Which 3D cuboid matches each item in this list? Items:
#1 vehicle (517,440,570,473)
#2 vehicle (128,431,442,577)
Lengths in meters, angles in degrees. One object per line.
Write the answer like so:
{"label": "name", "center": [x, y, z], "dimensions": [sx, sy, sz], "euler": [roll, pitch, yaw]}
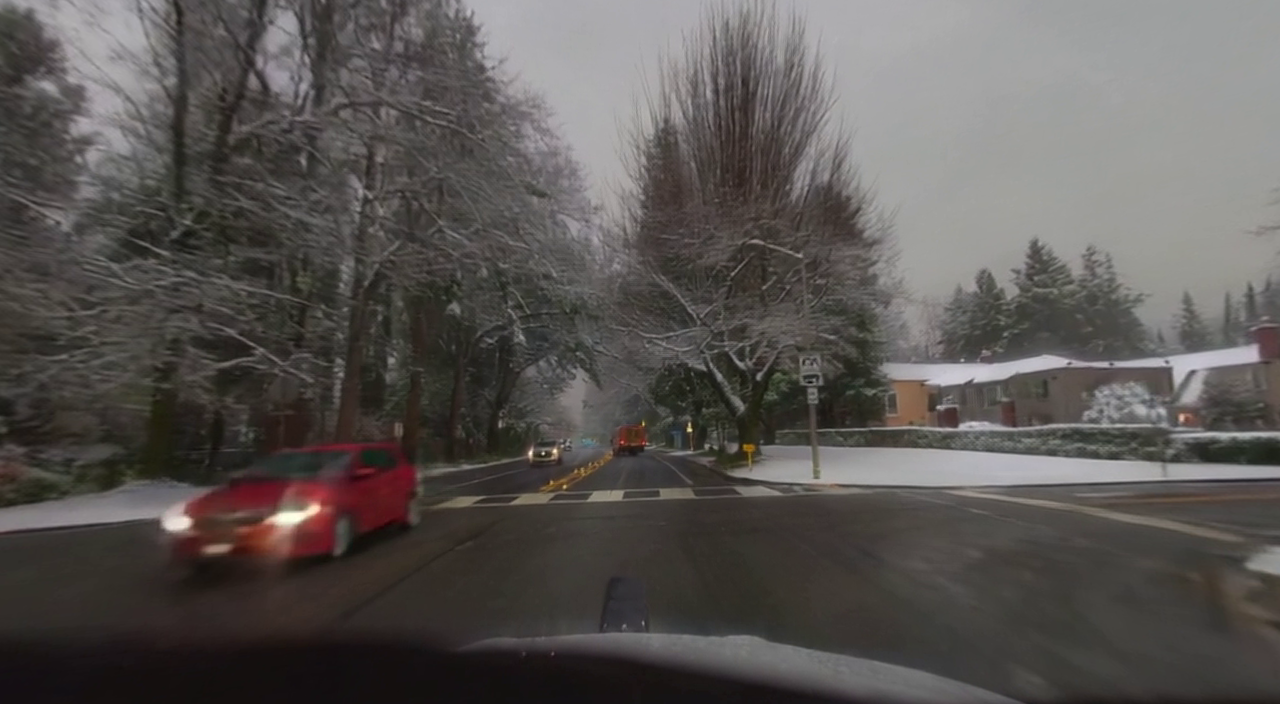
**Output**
{"label": "vehicle", "center": [-4.786, 5.233, 31.887], "dimensions": [1.938, 1.519, 4.227], "euler": [0, -8, 1]}
{"label": "vehicle", "center": [-4.464, 1.927, 8.887], "dimensions": [1.979, 1.532, 4.212], "euler": [0, -8, 0]}
